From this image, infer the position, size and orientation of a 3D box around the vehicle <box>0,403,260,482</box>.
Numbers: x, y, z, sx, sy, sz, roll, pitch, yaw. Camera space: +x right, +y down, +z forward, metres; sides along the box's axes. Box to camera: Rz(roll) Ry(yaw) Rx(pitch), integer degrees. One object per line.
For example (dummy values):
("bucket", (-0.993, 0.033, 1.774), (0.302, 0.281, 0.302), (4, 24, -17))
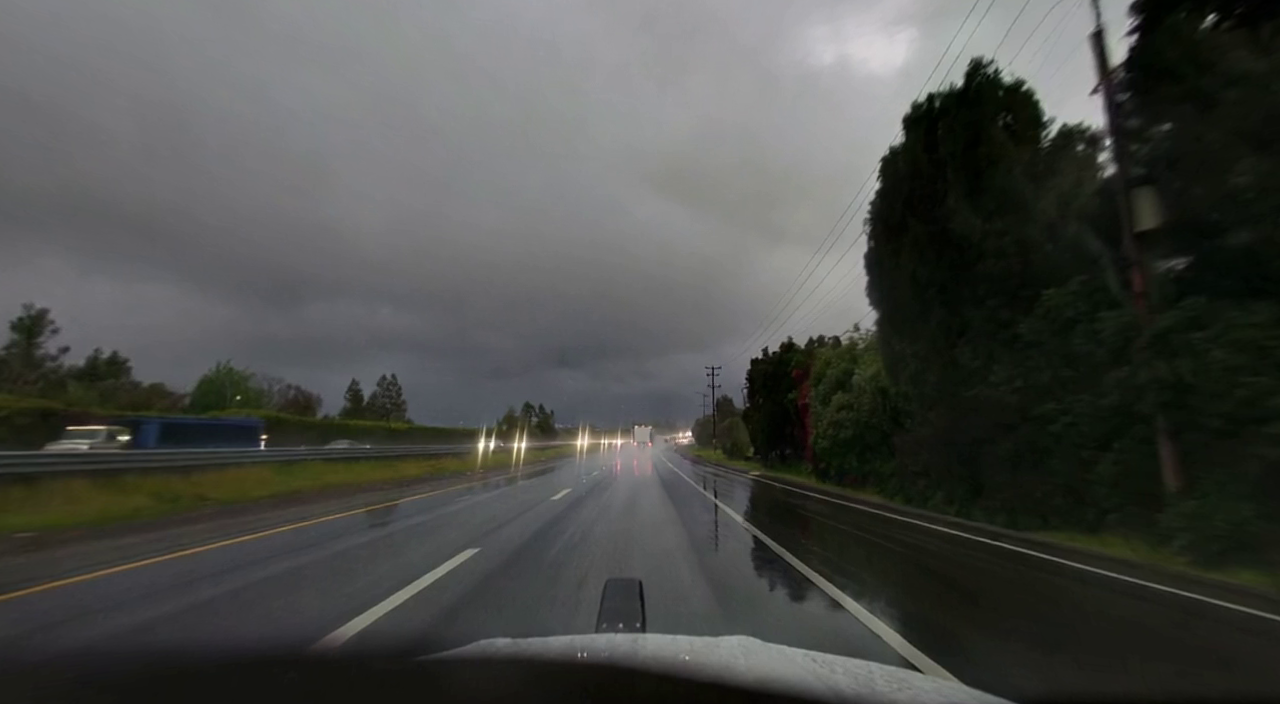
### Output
("vehicle", (-25.291, 4.752, 32.748), (3.059, 3.310, 12.676), (0, -9, 0))

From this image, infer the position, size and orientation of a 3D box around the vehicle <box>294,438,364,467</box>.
("vehicle", (-20.448, 6.658, 41.701), (2.122, 1.764, 4.712), (0, -9, 1))
